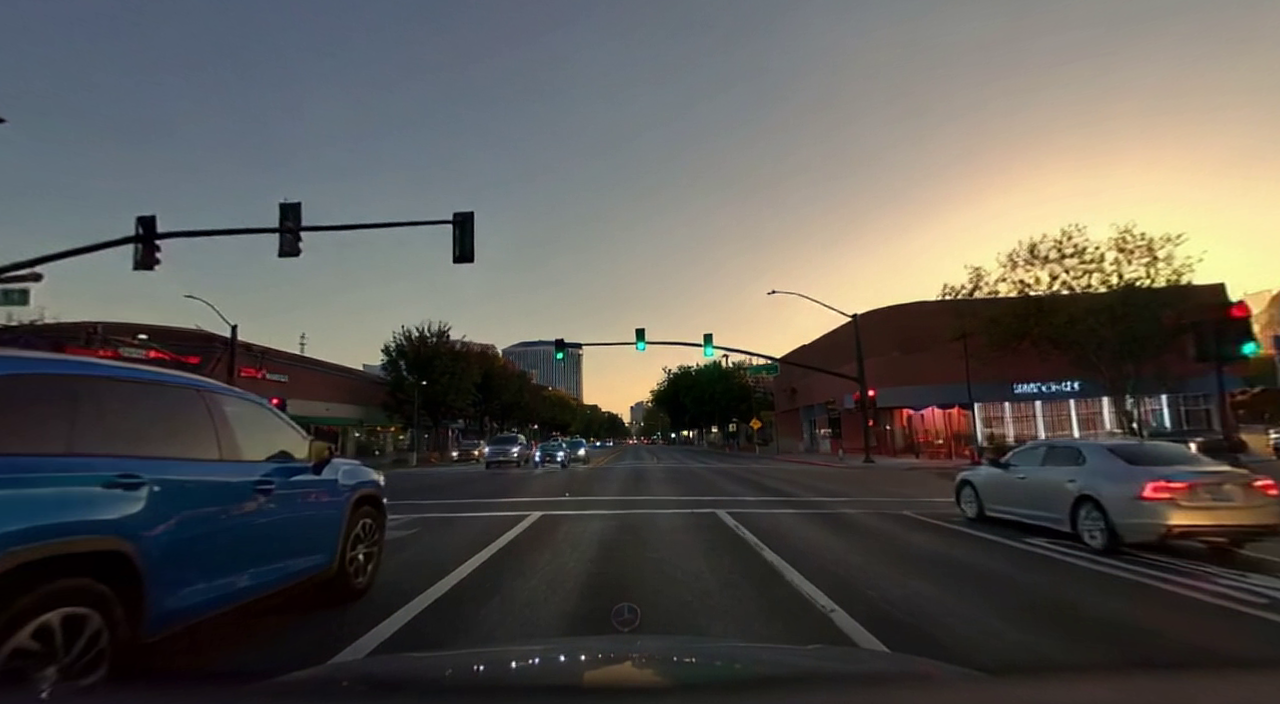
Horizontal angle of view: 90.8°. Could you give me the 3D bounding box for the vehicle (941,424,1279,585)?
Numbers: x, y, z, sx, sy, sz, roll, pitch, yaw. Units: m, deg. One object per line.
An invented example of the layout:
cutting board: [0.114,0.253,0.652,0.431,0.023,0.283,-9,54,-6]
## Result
vehicle: [6.159,1.769,8.318,1.972,1.476,4.775,0,-8,-1]

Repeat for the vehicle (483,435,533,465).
vehicle: [-8.480,6.360,41.001,2.273,1.791,4.809,0,-8,-1]

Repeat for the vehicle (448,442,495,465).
vehicle: [-11.405,6.902,43.093,2.003,1.476,4.082,0,-8,1]

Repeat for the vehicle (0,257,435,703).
vehicle: [-3.366,0.964,4.325,2.313,1.883,5.016,0,-8,-1]

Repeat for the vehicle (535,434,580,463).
vehicle: [-5.459,6.462,42.299,2.384,1.787,5.038,0,-8,-1]
